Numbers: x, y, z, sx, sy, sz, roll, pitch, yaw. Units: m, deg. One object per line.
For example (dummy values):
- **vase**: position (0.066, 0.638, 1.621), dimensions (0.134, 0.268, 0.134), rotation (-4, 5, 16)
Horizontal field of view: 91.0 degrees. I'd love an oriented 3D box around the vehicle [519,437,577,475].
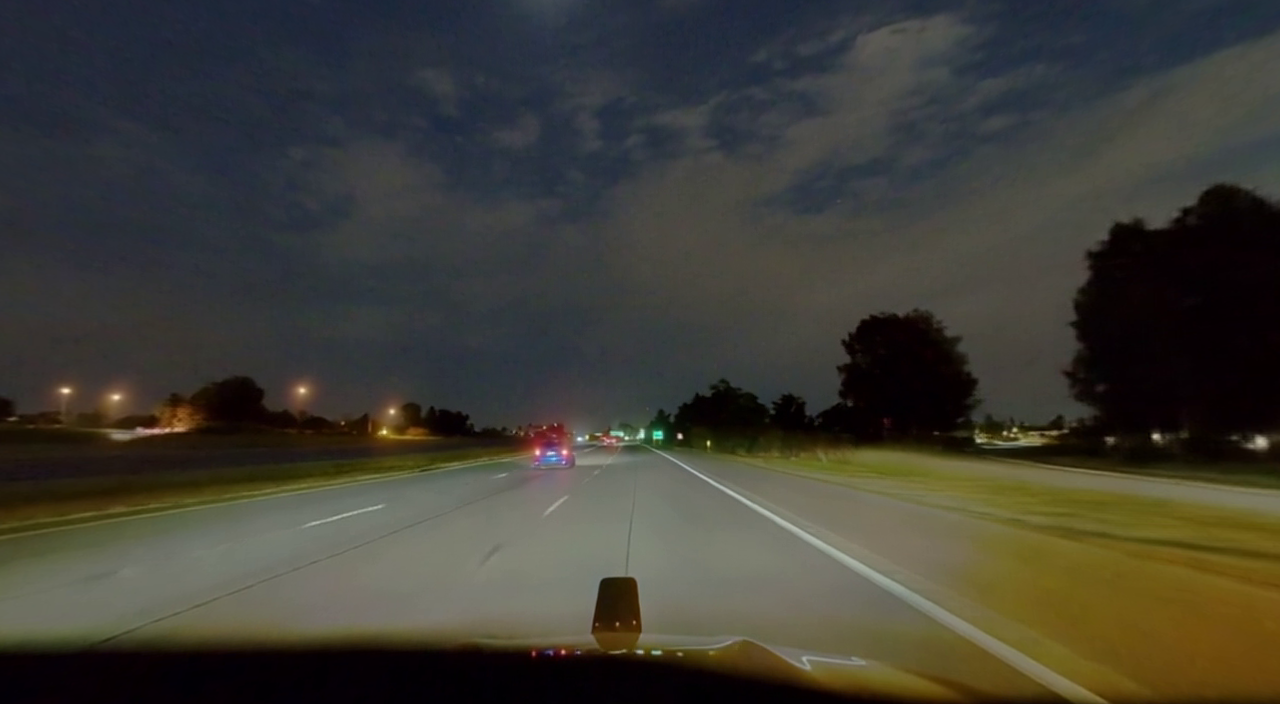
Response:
- **vehicle**: position (-4.015, 4.601, 28.119), dimensions (2.008, 1.567, 3.959), rotation (0, -8, 0)
